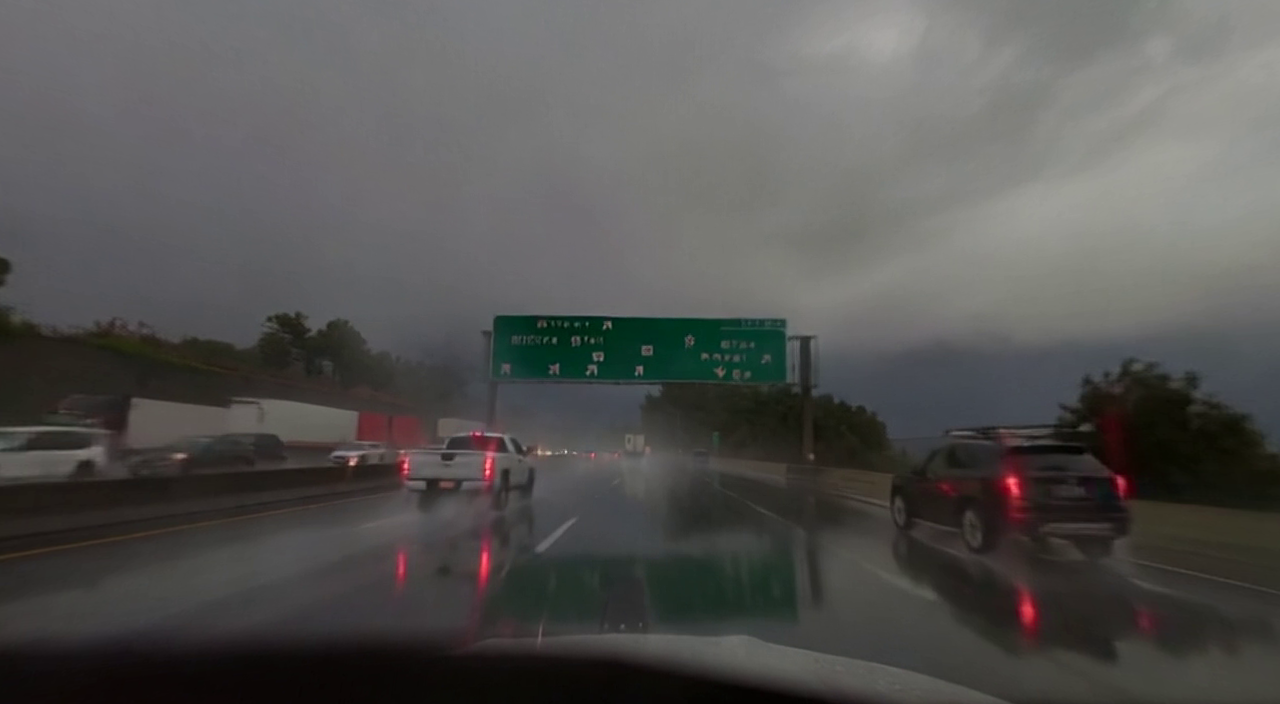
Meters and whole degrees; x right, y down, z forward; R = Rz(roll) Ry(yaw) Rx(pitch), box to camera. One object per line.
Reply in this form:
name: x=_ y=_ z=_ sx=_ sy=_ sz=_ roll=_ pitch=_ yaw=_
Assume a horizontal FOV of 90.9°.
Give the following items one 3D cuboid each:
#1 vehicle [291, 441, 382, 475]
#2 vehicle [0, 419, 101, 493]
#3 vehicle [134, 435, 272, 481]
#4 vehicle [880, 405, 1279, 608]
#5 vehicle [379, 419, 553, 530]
vehicle: x=-13.663 y=4.789 z=28.635 sx=1.951 sy=1.428 sz=4.206 roll=0 pitch=-9 yaw=1
vehicle: x=-14.166 y=2.139 z=13.185 sx=1.874 sy=1.513 sz=4.268 roll=2 pitch=-10 yaw=1
vehicle: x=-14.588 y=3.571 z=21.337 sx=1.860 sy=1.424 sz=3.811 roll=0 pitch=-9 yaw=1
vehicle: x=4.848 y=1.657 z=7.607 sx=2.080 sy=1.725 sz=4.252 roll=0 pitch=-9 yaw=-2
vehicle: x=-3.426 y=2.573 z=13.740 sx=2.220 sy=1.928 sz=5.176 roll=0 pitch=-9 yaw=1
